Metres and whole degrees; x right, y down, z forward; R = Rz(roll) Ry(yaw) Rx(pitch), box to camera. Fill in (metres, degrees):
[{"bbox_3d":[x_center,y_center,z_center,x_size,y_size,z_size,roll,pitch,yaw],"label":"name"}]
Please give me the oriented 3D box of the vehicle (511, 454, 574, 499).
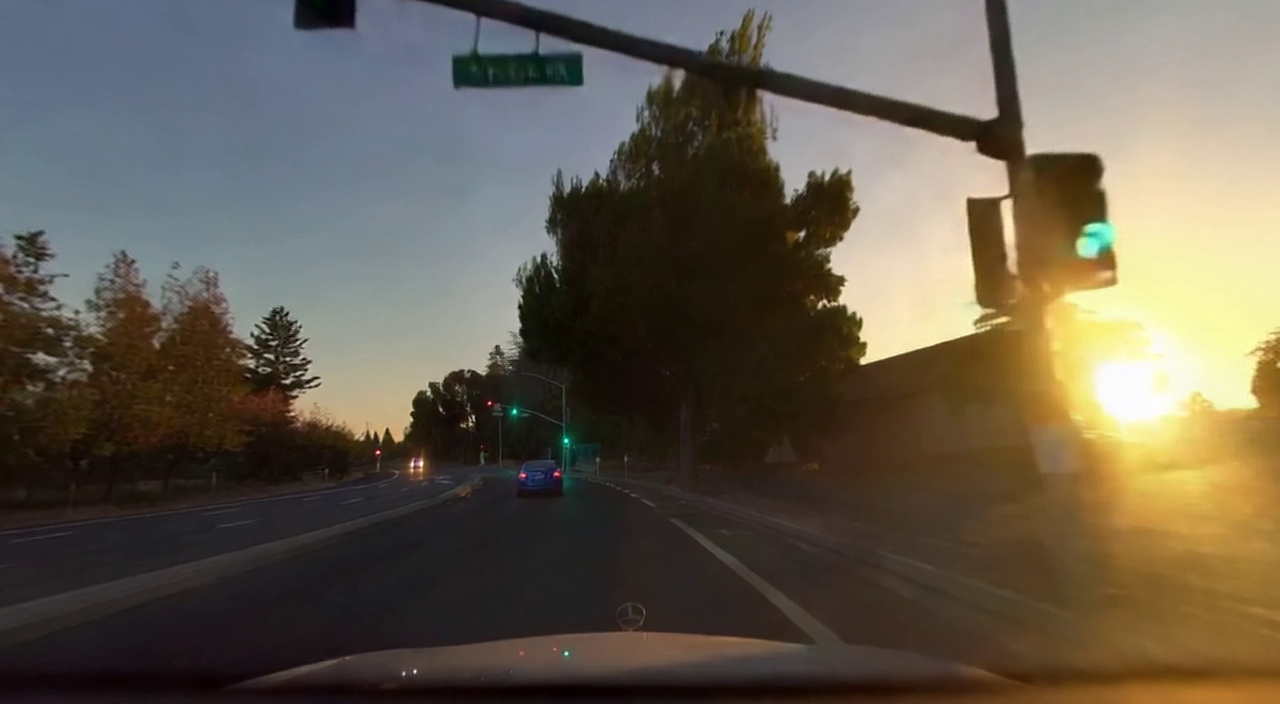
[{"bbox_3d":[-3.802,4.714,24.252,2.148,1.521,4.089,2,-9,-10],"label":"vehicle"}]
